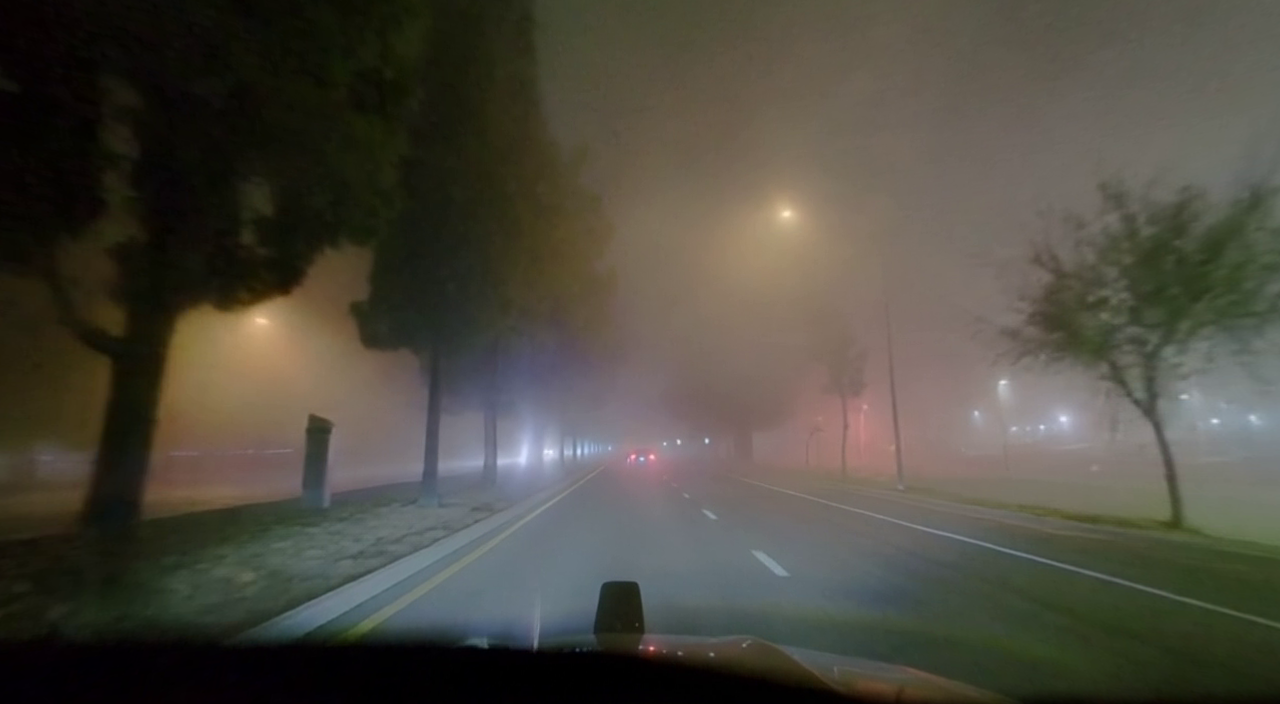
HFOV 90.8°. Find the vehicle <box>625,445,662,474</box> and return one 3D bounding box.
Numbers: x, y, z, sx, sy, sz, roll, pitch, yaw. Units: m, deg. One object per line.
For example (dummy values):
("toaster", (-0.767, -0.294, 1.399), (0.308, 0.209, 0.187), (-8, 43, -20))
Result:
("vehicle", (0.151, 6.377, 37.597), (2.048, 1.584, 4.393), (1, -9, -1))
